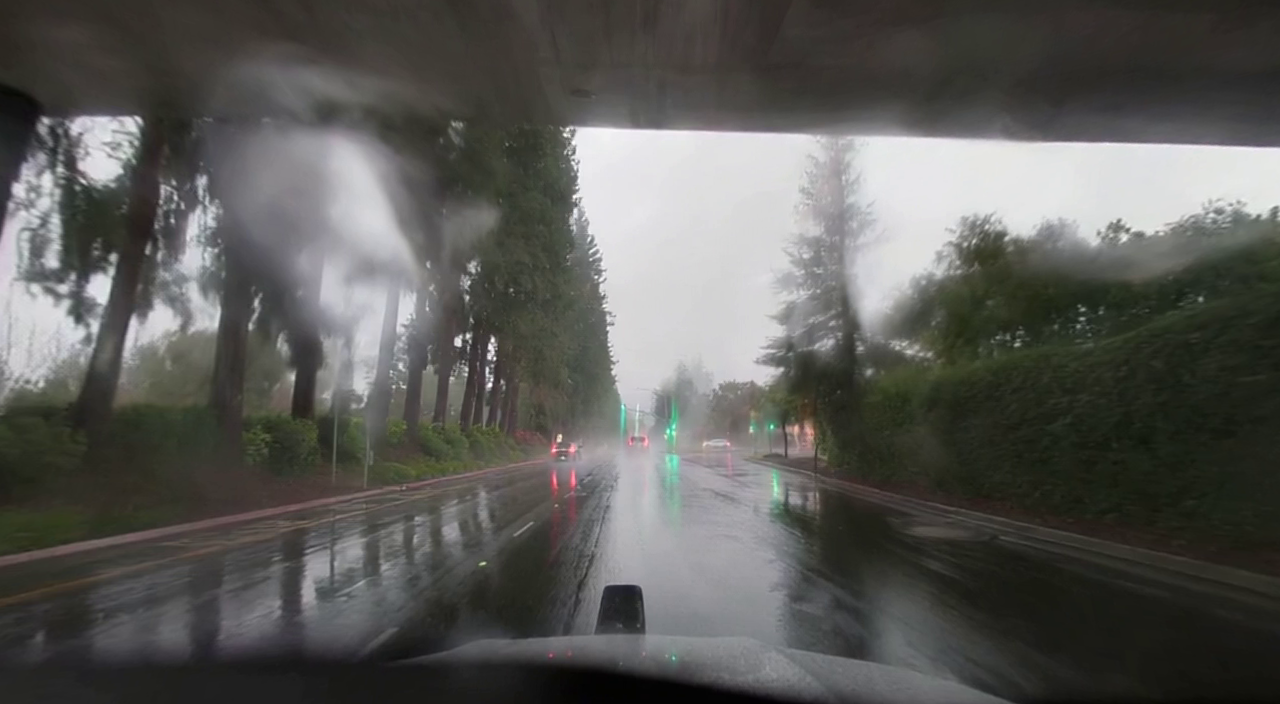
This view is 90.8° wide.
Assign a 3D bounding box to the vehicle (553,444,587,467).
[{"bbox_3d":[-4.478,6.676,40.833,1.674,1.408,4.141,0,-8,1],"label":"vehicle"}]

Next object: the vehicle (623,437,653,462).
[{"bbox_3d":[-0.218,7.573,49.019,2.154,1.820,4.972,0,-8,-2],"label":"vehicle"}]
